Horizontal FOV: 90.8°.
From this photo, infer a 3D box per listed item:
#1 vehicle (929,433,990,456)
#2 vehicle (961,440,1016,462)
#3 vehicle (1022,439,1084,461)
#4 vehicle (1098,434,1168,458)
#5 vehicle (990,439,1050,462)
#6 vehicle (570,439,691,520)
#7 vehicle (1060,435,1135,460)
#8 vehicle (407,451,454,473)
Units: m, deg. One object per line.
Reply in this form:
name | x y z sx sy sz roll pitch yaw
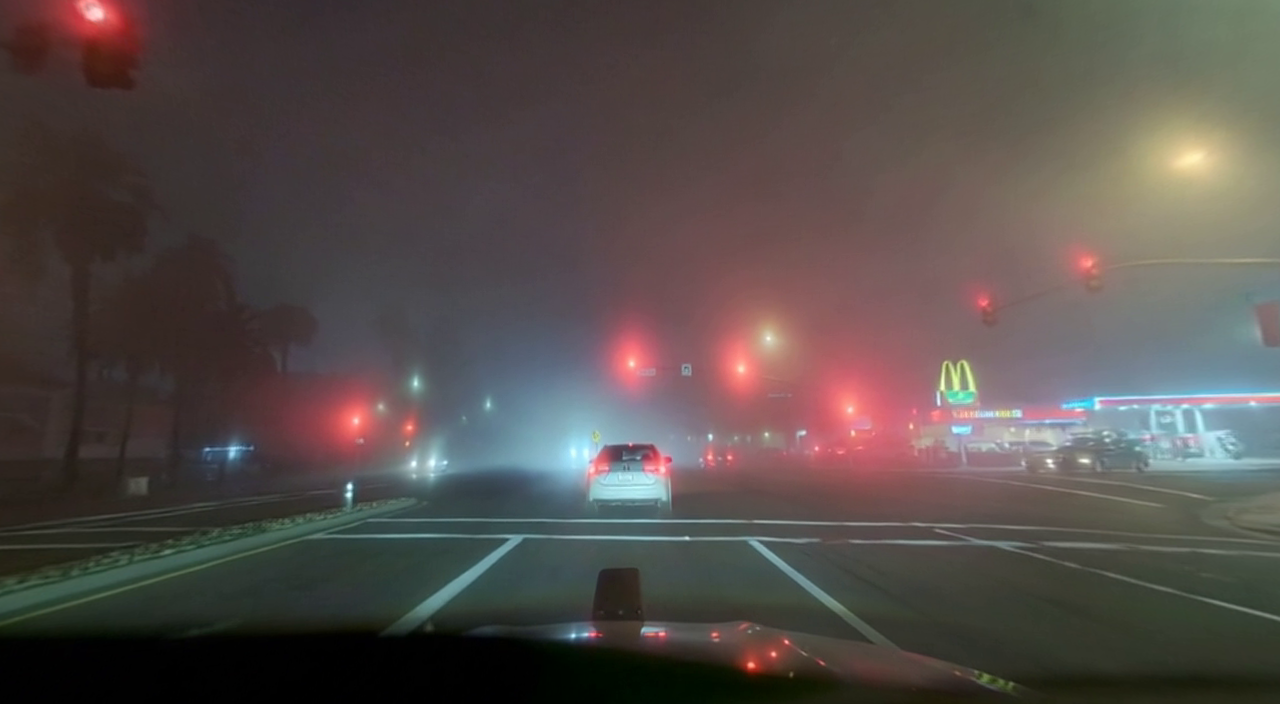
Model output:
vehicle | 24.736 7.168 49.035 3.783 1.560 1.853 -5 -10 14
vehicle | 24.441 6.941 44.466 1.738 1.462 3.609 0 -8 -1
vehicle | 28.975 6.882 44.452 1.848 1.467 3.941 -1 -8 3
vehicle | 34.561 6.605 44.413 1.824 1.643 3.789 0 -8 -1
vehicle | 26.509 6.887 44.227 1.923 1.501 3.849 -1 -8 2
vehicle | -0.167 2.731 14.145 2.270 1.475 4.571 0 -8 0
vehicle | 31.934 6.696 44.282 1.903 1.630 4.320 0 -8 -1
vehicle | -15.499 8.111 46.967 1.896 1.508 4.659 0 -8 -1
